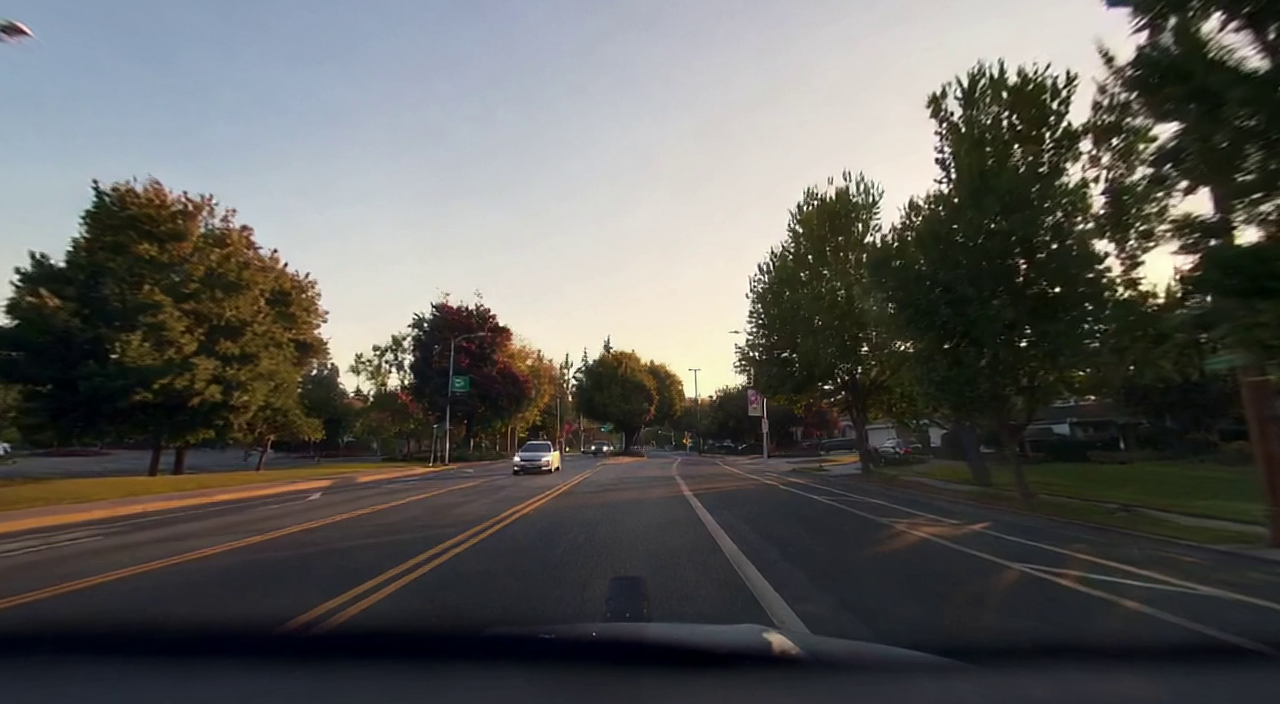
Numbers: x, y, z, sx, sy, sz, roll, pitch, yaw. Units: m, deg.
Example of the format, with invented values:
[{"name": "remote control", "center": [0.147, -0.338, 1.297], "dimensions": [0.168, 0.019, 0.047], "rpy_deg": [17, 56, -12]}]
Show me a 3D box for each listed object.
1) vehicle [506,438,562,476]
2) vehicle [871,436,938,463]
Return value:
[{"name": "vehicle", "center": [-4.568, 4.571, 27.666], "dimensions": [1.774, 1.525, 3.897], "rpy_deg": [0, -9, 0]}, {"name": "vehicle", "center": [16.086, 5.964, 38.568], "dimensions": [1.901, 1.547, 4.411], "rpy_deg": [0, -9, -4]}]
